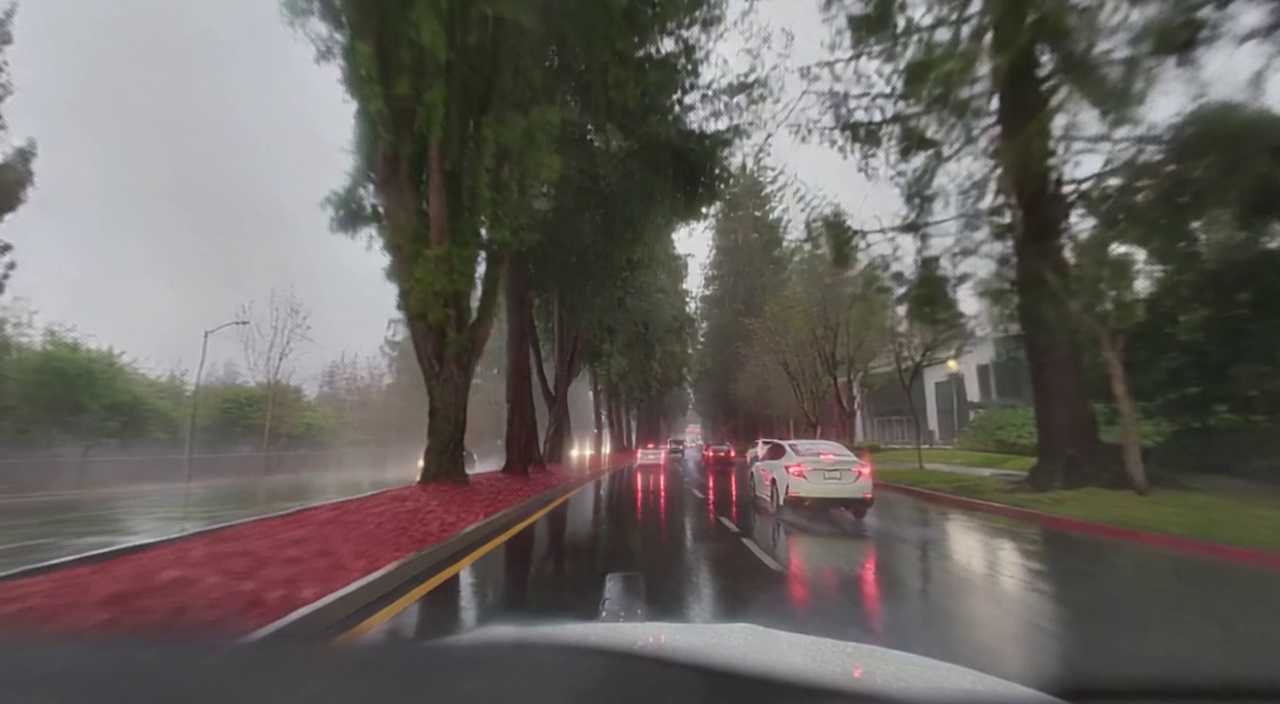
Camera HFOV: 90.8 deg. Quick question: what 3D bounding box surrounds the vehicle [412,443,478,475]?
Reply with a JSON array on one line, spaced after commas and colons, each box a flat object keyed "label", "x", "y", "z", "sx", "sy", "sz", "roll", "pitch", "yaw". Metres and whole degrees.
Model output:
[{"label": "vehicle", "x": -10.848, "y": 5.979, "z": 35.527, "sx": 2.067, "sy": 1.657, "sz": 4.510, "roll": 0, "pitch": -9, "yaw": 2}]

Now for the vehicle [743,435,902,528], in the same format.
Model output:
[{"label": "vehicle", "x": 3.396, "y": 2.481, "z": 12.695, "sx": 1.985, "sy": 1.529, "sz": 4.147, "roll": 0, "pitch": -9, "yaw": 1}]

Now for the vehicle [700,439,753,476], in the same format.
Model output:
[{"label": "vehicle", "x": 4.180, "y": 5.154, "z": 31.122, "sx": 2.074, "sy": 1.652, "sz": 4.340, "roll": 0, "pitch": -9, "yaw": 1}]

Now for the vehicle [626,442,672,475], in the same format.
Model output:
[{"label": "vehicle", "x": 0.481, "y": 5.091, "z": 30.485, "sx": 2.082, "sy": 1.473, "sz": 4.028, "roll": 0, "pitch": -9, "yaw": 2}]
